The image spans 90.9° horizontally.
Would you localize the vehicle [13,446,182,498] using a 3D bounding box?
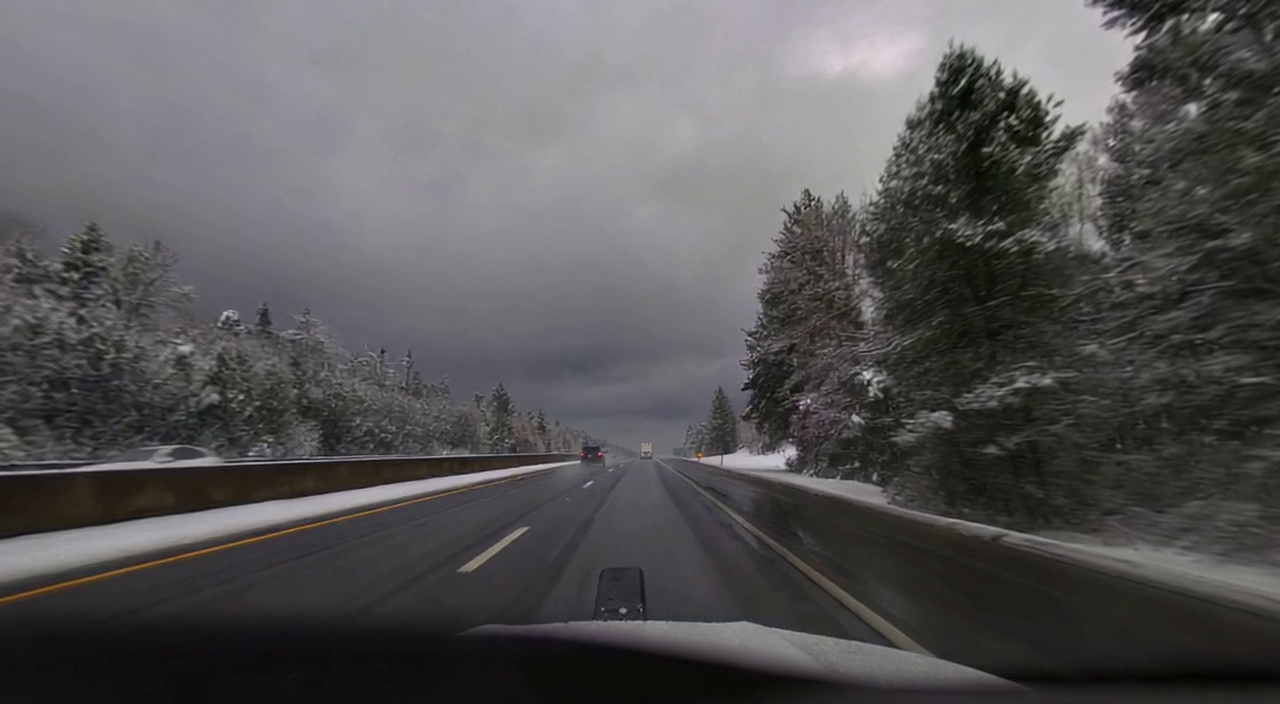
[{"bbox_3d":[-16.452,3.625,19.406,1.768,1.435,3.802,0,-9,1],"label":"vehicle"}]
